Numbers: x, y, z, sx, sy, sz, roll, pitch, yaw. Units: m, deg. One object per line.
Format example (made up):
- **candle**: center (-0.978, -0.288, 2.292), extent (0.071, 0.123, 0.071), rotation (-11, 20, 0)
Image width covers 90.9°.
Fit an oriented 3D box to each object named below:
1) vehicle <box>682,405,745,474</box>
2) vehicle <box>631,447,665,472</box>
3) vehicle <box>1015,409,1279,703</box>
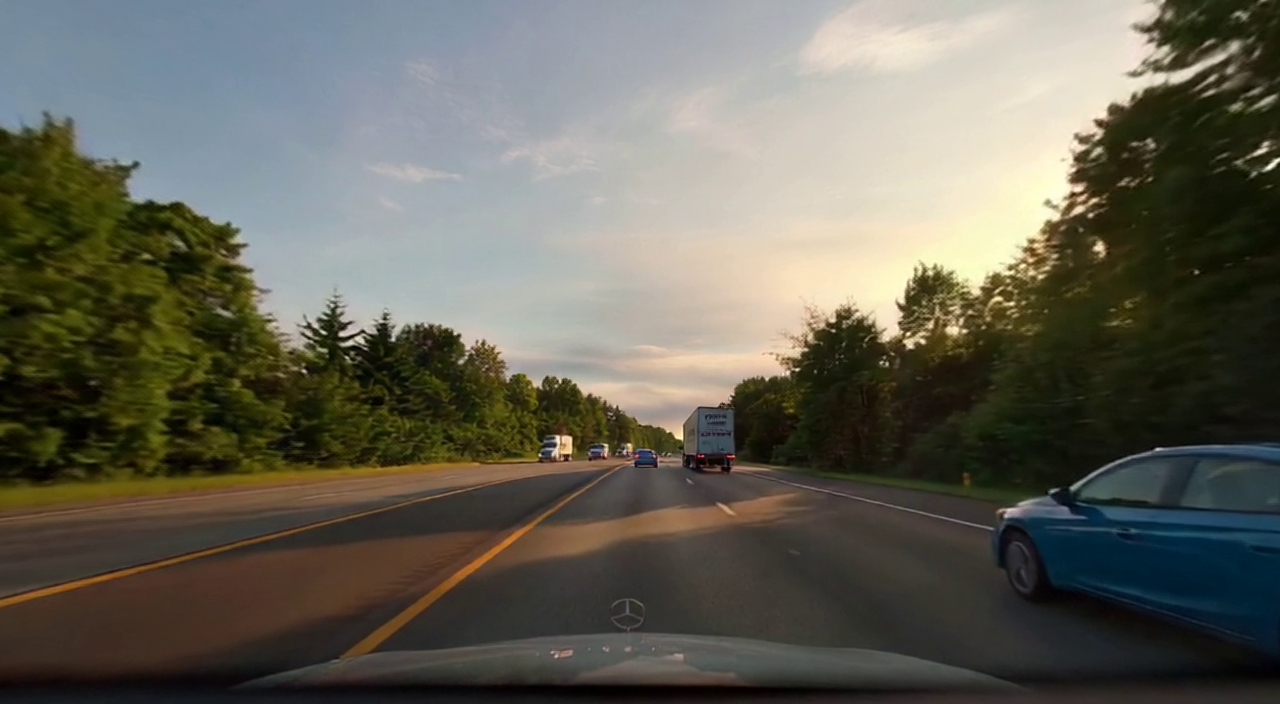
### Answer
- **vehicle**: center (4.858, 6.362, 44.972), extent (2.909, 4.074, 14.457), rotation (0, -9, 1)
- **vehicle**: center (0.513, 6.752, 39.780), extent (2.074, 1.475, 3.960), rotation (0, -9, 1)
- **vehicle**: center (4.221, 1.088, 3.284), extent (2.169, 1.531, 3.775), rotation (0, -9, 0)
